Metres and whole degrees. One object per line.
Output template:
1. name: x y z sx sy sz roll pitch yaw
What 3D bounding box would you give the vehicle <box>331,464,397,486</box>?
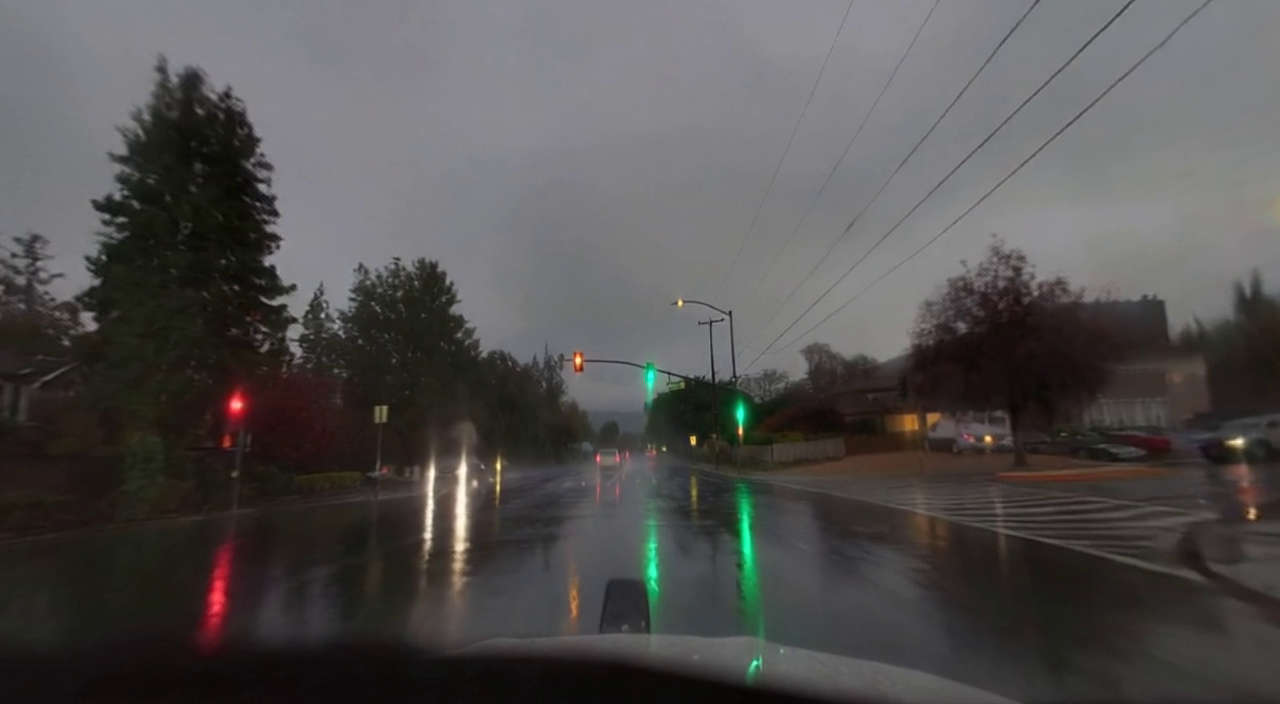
1. vehicle: -19.455 8.647 44.506 3.819 1.403 1.812 -1 -9 -1

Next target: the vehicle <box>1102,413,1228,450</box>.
1. vehicle: 25.705 3.874 31.121 1.833 1.486 4.890 -4 -5 -3

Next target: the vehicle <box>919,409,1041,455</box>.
1. vehicle: 16.574 3.956 30.941 4.656 2.065 2.129 -2 -9 2

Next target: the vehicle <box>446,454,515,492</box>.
1. vehicle: -7.541 5.737 30.284 2.122 1.602 4.369 -1 -9 1

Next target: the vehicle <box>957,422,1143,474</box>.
1. vehicle: 13.095 3.103 20.325 4.665 1.498 1.866 -1 -9 -3

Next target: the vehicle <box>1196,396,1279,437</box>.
1. vehicle: 32.079 3.428 32.858 2.062 1.859 4.246 0 -9 -2

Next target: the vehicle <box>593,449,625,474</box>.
1. vehicle: -2.314 8.183 47.411 2.084 1.701 4.734 -1 -9 1
